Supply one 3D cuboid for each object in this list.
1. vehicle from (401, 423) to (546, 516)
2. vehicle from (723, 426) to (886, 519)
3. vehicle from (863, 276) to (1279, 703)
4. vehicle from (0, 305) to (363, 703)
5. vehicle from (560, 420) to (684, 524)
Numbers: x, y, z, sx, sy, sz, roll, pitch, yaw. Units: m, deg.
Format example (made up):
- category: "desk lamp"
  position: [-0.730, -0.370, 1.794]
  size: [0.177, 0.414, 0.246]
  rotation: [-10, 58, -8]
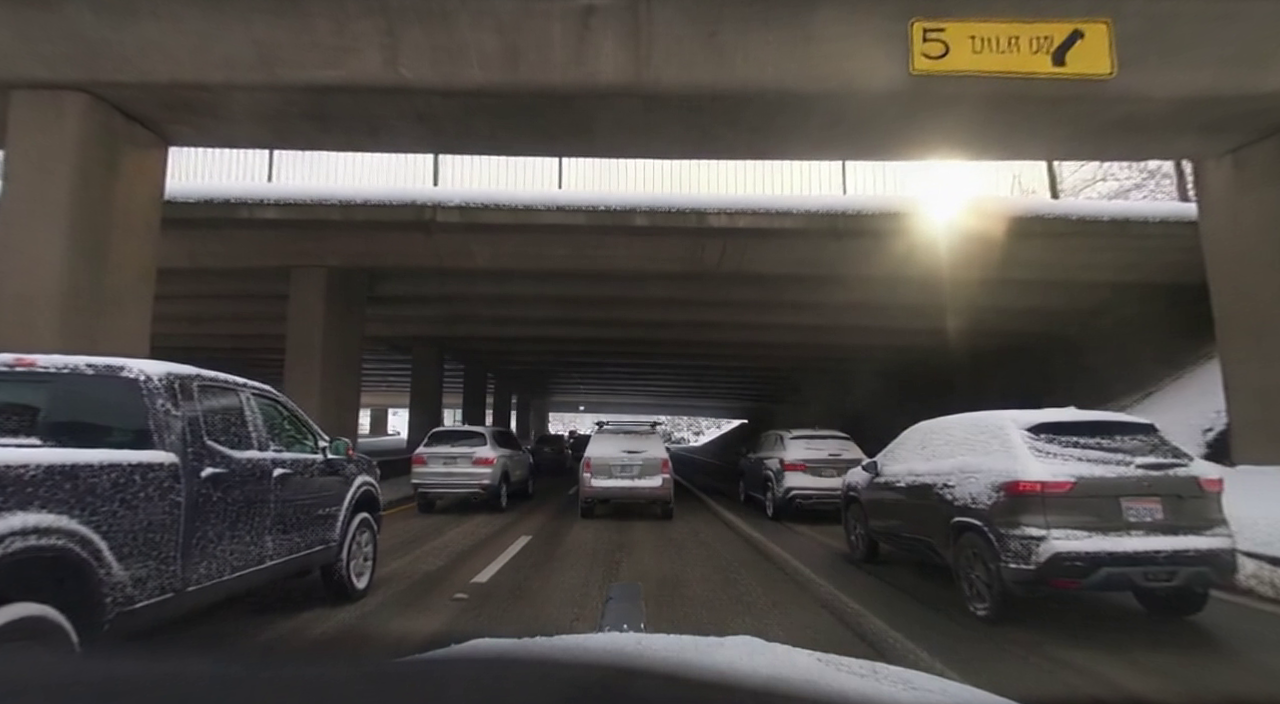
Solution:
- category: "vehicle"
  position: [-3.437, 2.521, 13.963]
  size: [2.127, 1.720, 4.064]
  rotation: [0, -9, -1]
- category: "vehicle"
  position: [3.436, 2.657, 14.557]
  size: [2.234, 1.720, 5.378]
  rotation: [0, -9, -1]
- category: "vehicle"
  position: [3.692, 1.017, 4.543]
  size: [2.401, 1.968, 4.841]
  rotation: [0, -9, 1]
- category: "vehicle"
  position: [-3.432, 0.840, 3.025]
  size: [2.074, 1.814, 4.596]
  rotation: [0, -9, 0]
- category: "vehicle"
  position: [-0.352, 2.332, 12.686]
  size: [2.097, 1.748, 3.794]
  rotation: [0, -9, -1]
